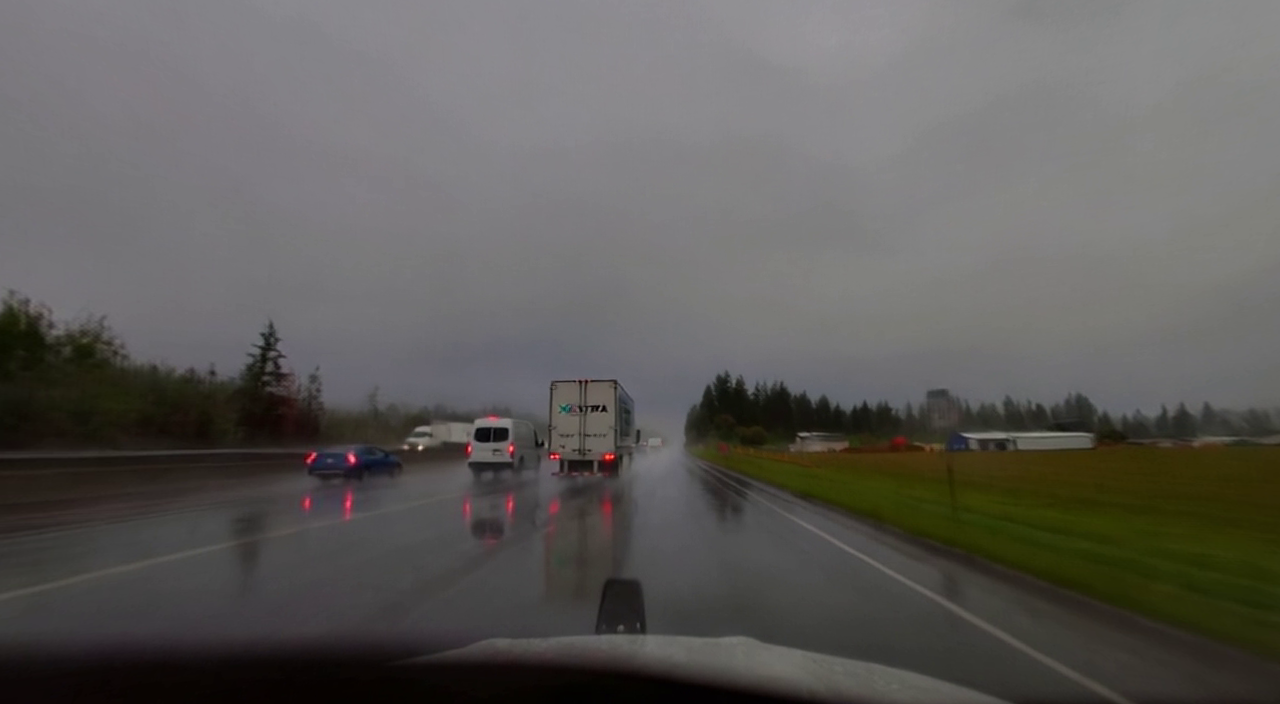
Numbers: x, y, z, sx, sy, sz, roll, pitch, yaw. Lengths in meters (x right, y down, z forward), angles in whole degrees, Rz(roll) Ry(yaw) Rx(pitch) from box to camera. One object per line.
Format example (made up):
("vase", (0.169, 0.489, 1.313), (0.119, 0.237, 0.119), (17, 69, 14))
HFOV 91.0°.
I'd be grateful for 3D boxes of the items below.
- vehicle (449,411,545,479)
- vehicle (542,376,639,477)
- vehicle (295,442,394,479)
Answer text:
("vehicle", (-6.027, 4.052, 27.534), (2.469, 2.615, 5.874), (0, -9, 3))
("vehicle", (-1.994, 3.722, 30.080), (3.183, 4.011, 9.617), (0, -9, 4))
("vehicle", (-13.052, 4.812, 28.182), (1.901, 1.487, 4.622), (0, -9, 4))
